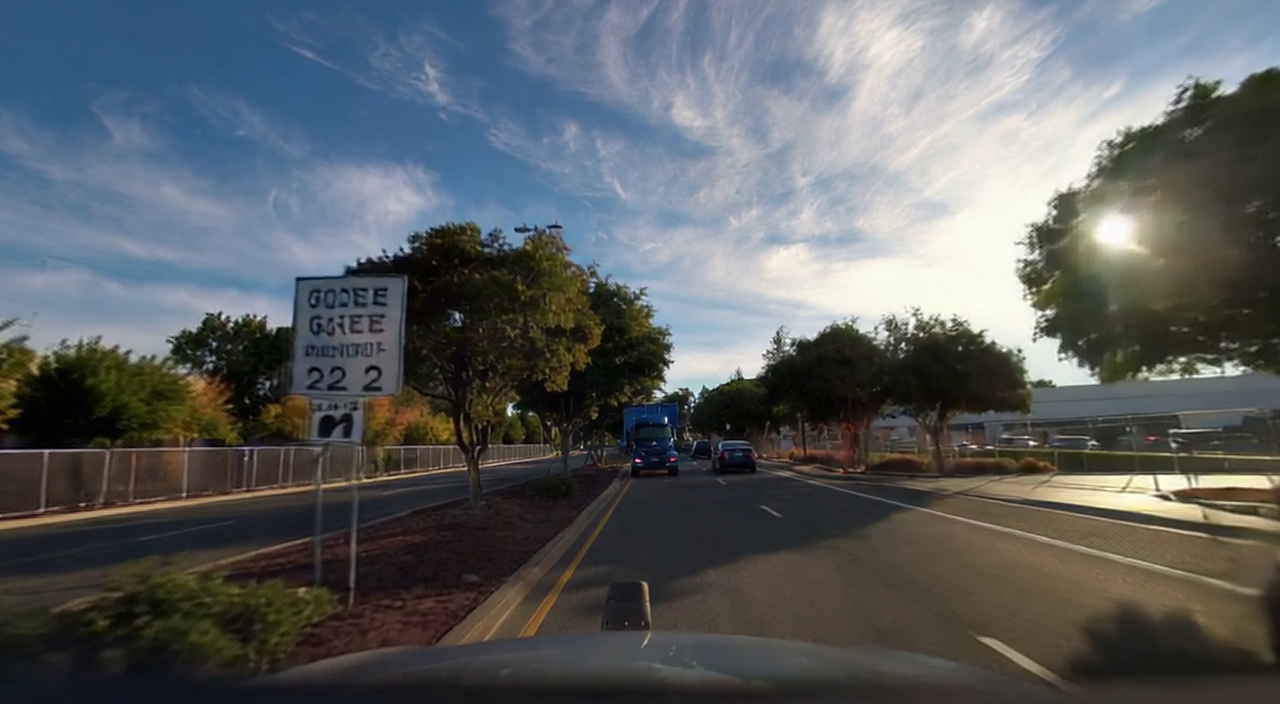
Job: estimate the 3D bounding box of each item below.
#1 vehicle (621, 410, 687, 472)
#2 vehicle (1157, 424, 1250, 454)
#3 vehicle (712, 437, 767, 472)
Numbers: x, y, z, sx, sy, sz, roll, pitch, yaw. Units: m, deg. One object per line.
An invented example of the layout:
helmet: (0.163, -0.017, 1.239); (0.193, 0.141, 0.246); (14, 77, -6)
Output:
vehicle: (0.727, 4.839, 34.201); (3.197, 2.963, 7.055); (0, -8, 1)
vehicle: (37.485, 5.866, 42.162); (2.389, 1.806, 5.792); (-3, -9, 18)
vehicle: (5.114, 5.329, 32.964); (2.151, 1.662, 4.543); (0, -8, 1)
